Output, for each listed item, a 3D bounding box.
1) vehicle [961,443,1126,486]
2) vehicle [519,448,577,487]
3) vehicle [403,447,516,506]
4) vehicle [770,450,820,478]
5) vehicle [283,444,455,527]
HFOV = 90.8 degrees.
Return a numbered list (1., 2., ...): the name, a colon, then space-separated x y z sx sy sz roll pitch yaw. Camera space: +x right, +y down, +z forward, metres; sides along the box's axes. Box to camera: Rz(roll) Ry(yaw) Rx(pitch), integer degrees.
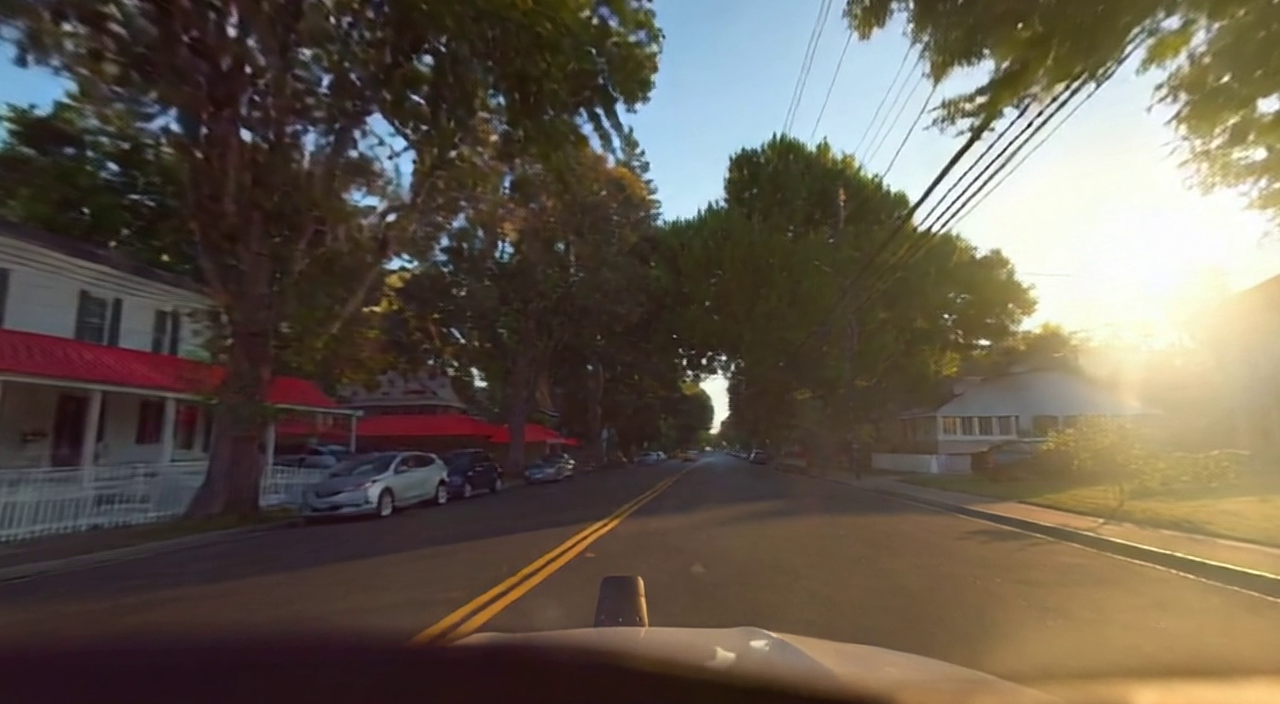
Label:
1. vehicle: 14.954 4.193 23.712 4.716 1.480 2.023 -1 -8 8
2. vehicle: -4.623 5.886 32.521 1.970 1.785 4.274 -1 -8 5
3. vehicle: -5.863 4.065 21.146 1.913 1.723 4.318 -2 -9 9
4. vehicle: 9.191 6.657 37.896 2.052 1.476 4.438 -3 -9 3
5. vehicle: -6.584 3.246 16.056 1.975 1.775 4.509 -1 -8 7
